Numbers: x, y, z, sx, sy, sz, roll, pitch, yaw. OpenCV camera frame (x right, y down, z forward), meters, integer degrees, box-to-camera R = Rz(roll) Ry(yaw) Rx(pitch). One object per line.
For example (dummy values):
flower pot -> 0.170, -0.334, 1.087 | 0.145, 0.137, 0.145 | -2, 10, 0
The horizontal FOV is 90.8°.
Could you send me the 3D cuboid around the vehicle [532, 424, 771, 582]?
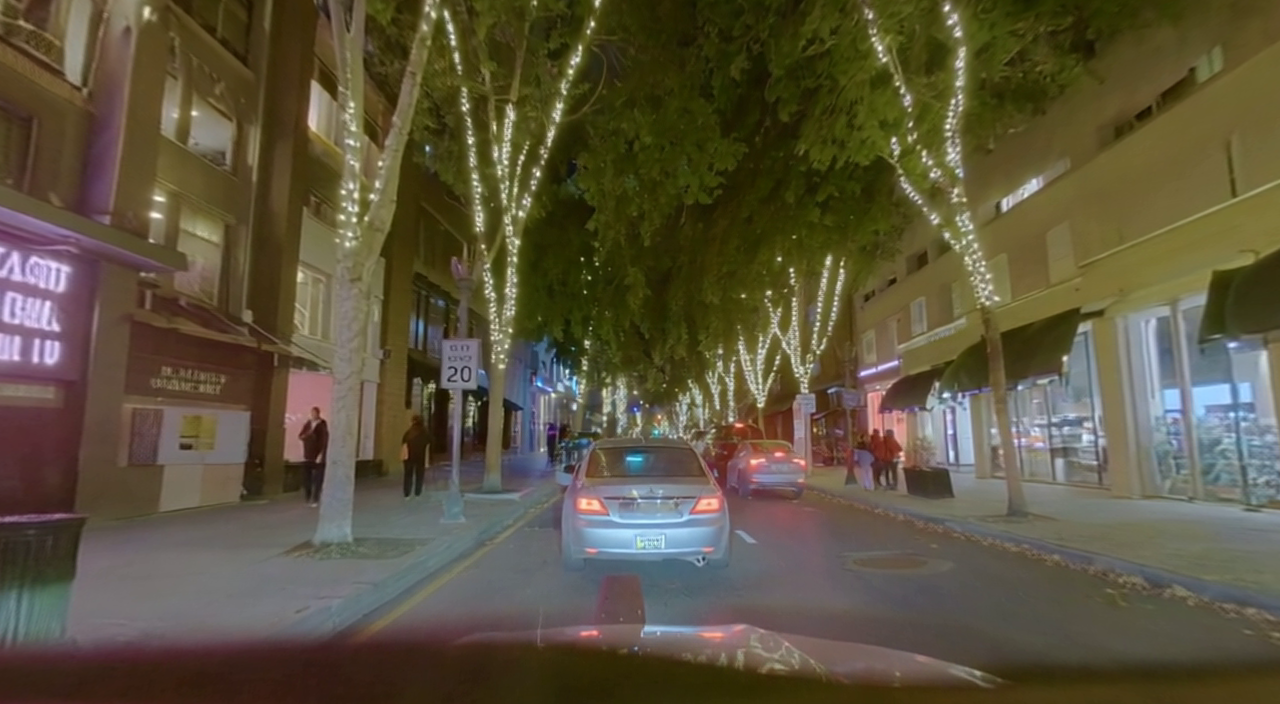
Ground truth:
vehicle -> 0.086, 1.742, 8.119 | 2.261, 1.474, 4.130 | 0, -8, -1
